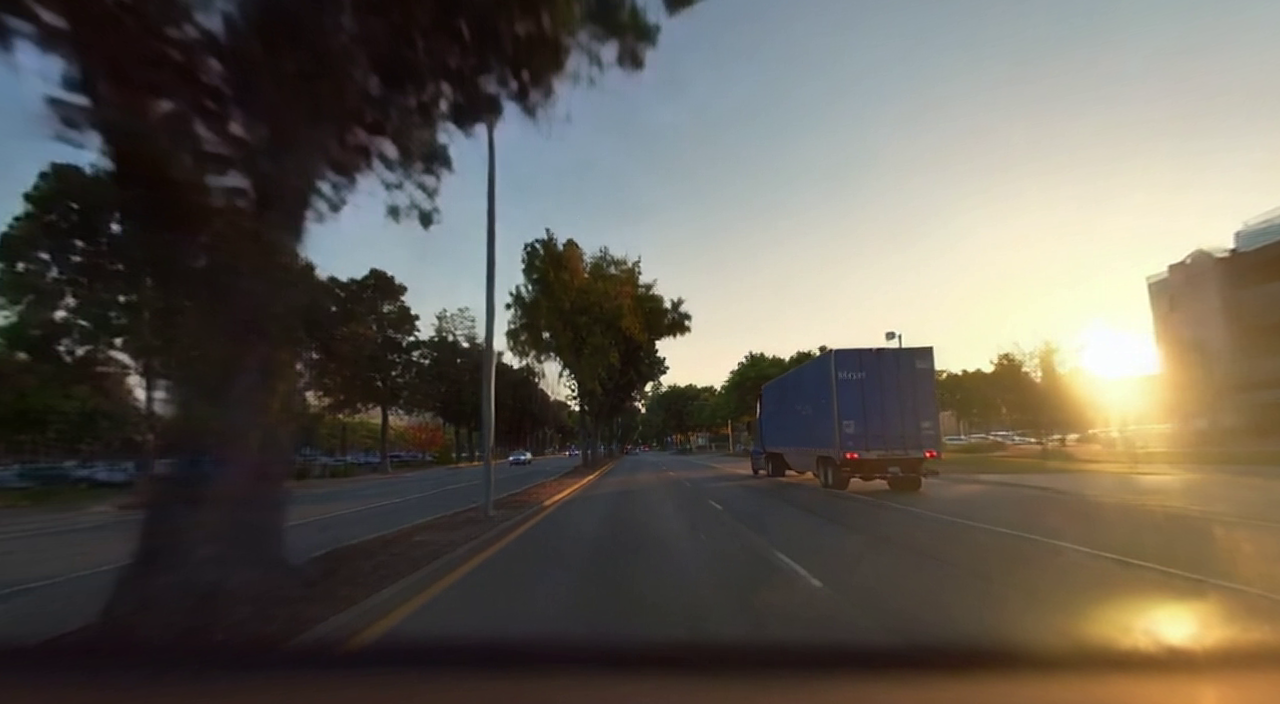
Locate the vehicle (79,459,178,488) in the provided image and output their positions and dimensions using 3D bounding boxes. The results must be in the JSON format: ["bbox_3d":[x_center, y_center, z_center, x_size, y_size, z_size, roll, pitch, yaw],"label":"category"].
[{"bbox_3d":[-33.861,8.023,42.061,2.008,1.710,5.515,0,-9,0],"label":"vehicle"}]

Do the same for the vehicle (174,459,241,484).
[{"bbox_3d":[-33.888,9.363,49.675,1.963,1.756,4.606,0,-9,0],"label":"vehicle"}]

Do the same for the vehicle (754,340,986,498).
[{"bbox_3d":[6.576,2.445,21.032,3.120,3.794,11.510,0,-9,-1],"label":"vehicle"}]

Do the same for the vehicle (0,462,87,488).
[{"bbox_3d":[-40.573,8.243,42.631,1.968,1.539,4.802,-1,-9,4],"label":"vehicle"}]

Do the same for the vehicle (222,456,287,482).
[{"bbox_3d":[-30.304,9.251,49.897,1.995,1.773,4.984,-5,-10,0],"label":"vehicle"}]
